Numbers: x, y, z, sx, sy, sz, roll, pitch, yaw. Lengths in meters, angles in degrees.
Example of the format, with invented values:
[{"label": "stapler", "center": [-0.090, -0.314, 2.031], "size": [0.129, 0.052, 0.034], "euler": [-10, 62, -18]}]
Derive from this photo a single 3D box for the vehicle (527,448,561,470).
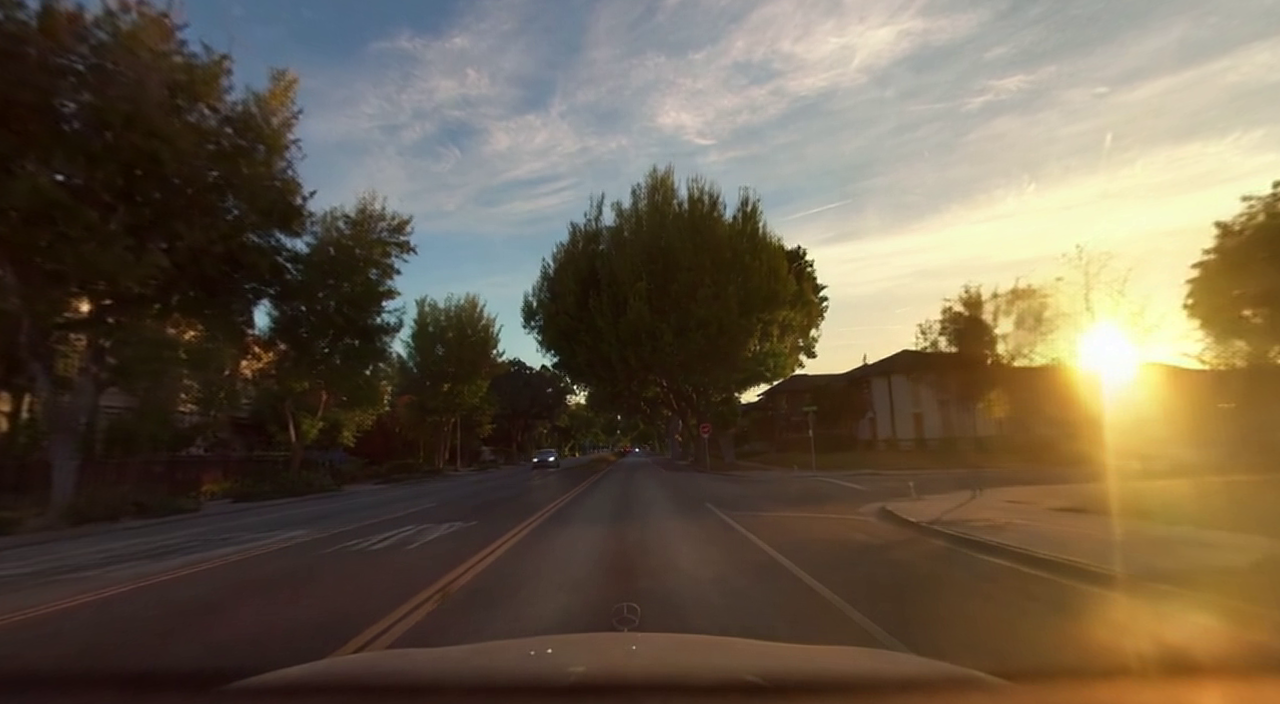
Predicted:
[{"label": "vehicle", "center": [-7.542, 8.444, 49.924], "size": [1.994, 1.646, 4.276], "euler": [0, -8, 0]}]
